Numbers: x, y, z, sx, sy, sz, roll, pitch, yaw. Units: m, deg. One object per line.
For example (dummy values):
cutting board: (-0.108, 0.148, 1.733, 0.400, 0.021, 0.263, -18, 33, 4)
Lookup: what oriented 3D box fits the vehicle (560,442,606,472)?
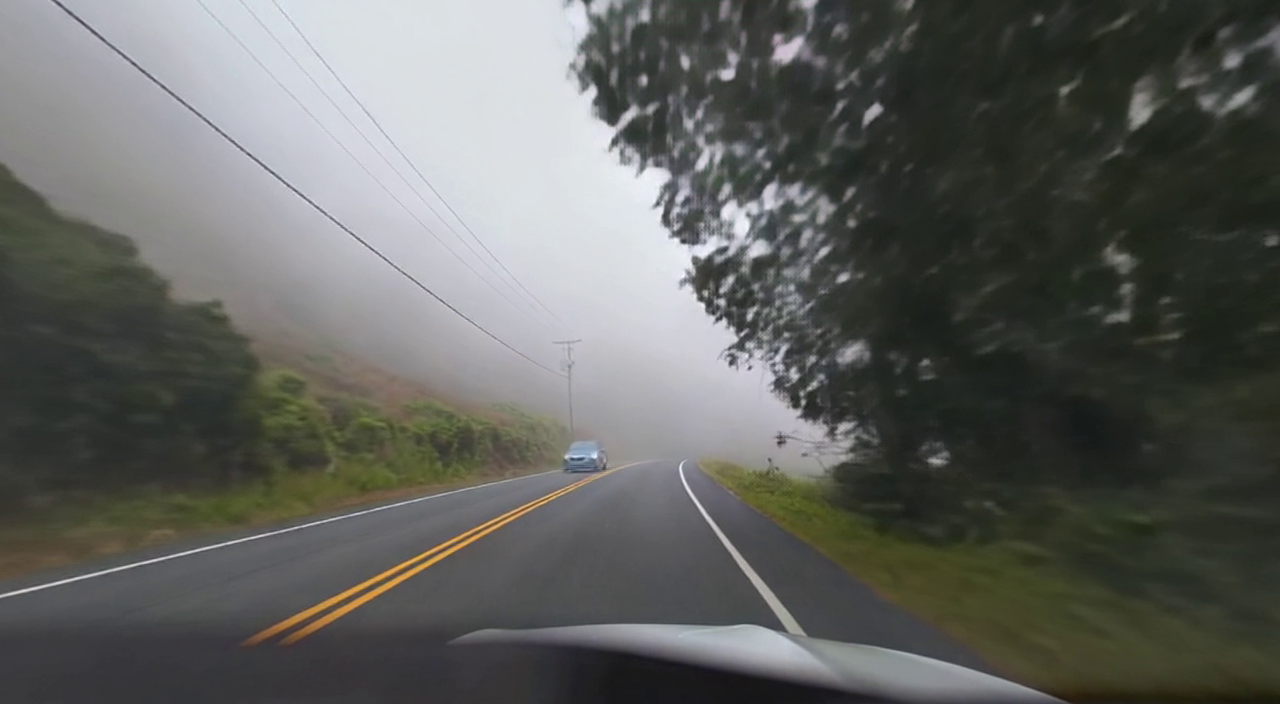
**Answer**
vehicle: (-3.366, 6.276, 38.035, 2.103, 1.679, 4.081, -1, -9, 4)
